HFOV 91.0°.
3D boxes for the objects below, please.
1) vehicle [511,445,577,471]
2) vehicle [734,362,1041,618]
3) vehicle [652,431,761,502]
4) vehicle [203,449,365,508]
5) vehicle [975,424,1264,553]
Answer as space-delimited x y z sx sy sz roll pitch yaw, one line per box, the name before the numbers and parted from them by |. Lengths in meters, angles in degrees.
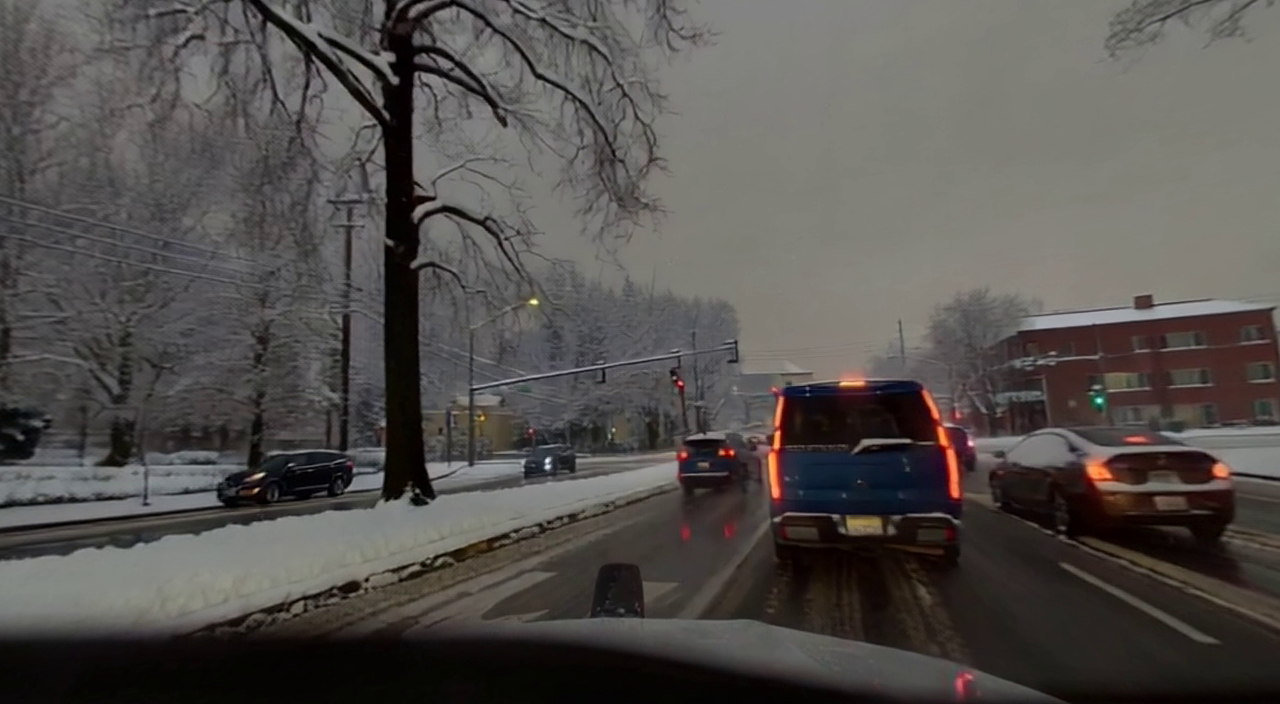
vehicle | -5.984 6.668 39.911 2.005 1.489 4.650 -4 -9 21
vehicle | 2.479 1.373 7.167 2.188 1.892 4.488 -3 -9 15
vehicle | 1.810 2.791 15.800 2.010 1.515 4.152 -3 -9 15
vehicle | -11.699 4.137 21.129 2.018 1.715 4.451 -3 -9 17
vehicle | 6.658 1.887 9.420 1.862 1.451 4.083 -2 -9 14
